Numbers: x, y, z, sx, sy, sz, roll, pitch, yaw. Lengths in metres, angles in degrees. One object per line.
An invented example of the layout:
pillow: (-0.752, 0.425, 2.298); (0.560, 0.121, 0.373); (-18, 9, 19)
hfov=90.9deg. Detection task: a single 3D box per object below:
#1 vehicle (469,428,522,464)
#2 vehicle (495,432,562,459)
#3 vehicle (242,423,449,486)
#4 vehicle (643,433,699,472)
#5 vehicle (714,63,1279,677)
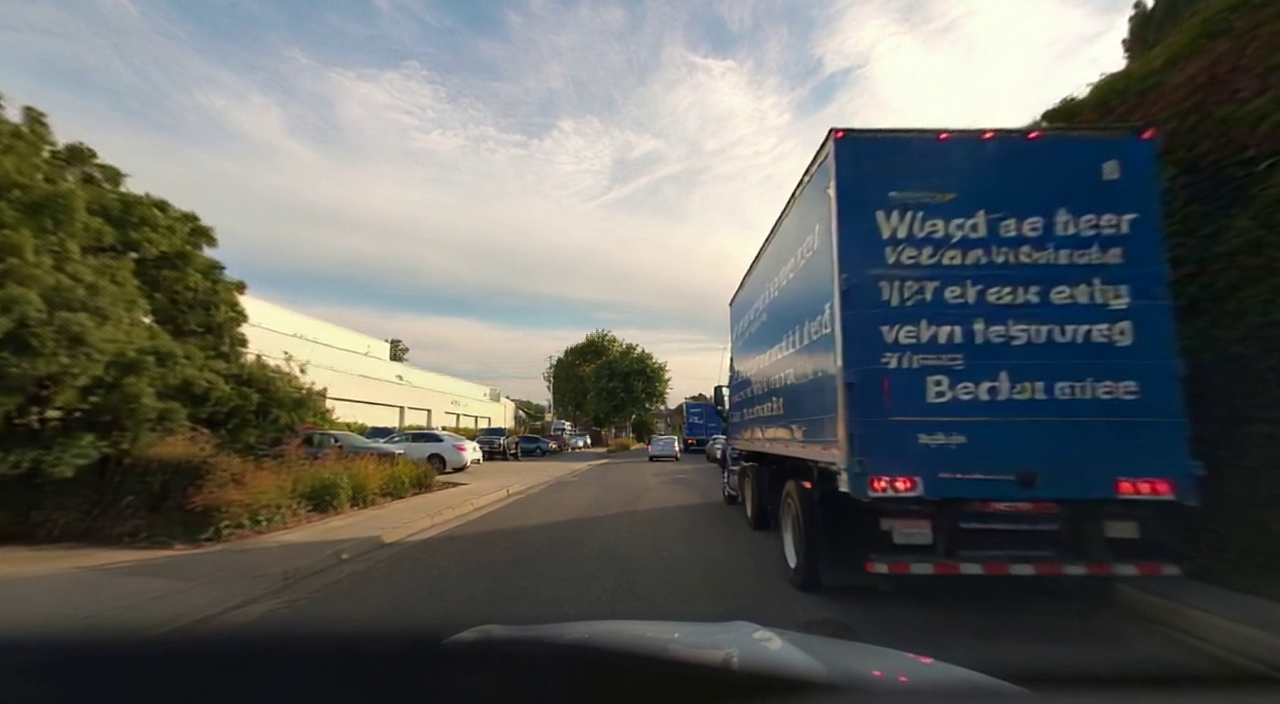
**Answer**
vehicle: (-7.528, 4.938, 33.218); (1.996, 1.719, 4.382); (2, -8, -3)
vehicle: (-6.509, 5.522, 37.149); (3.569, 1.520, 1.797); (0, -8, 1)
vehicle: (-7.672, 2.691, 16.725); (4.555, 1.517, 1.858); (0, -8, 2)
vehicle: (1.324, 4.182, 26.432); (2.160, 1.498, 3.909); (0, -8, 3)
vehicle: (3.034, 0.714, 9.033); (3.019, 3.659, 10.648); (0, -8, 2)
